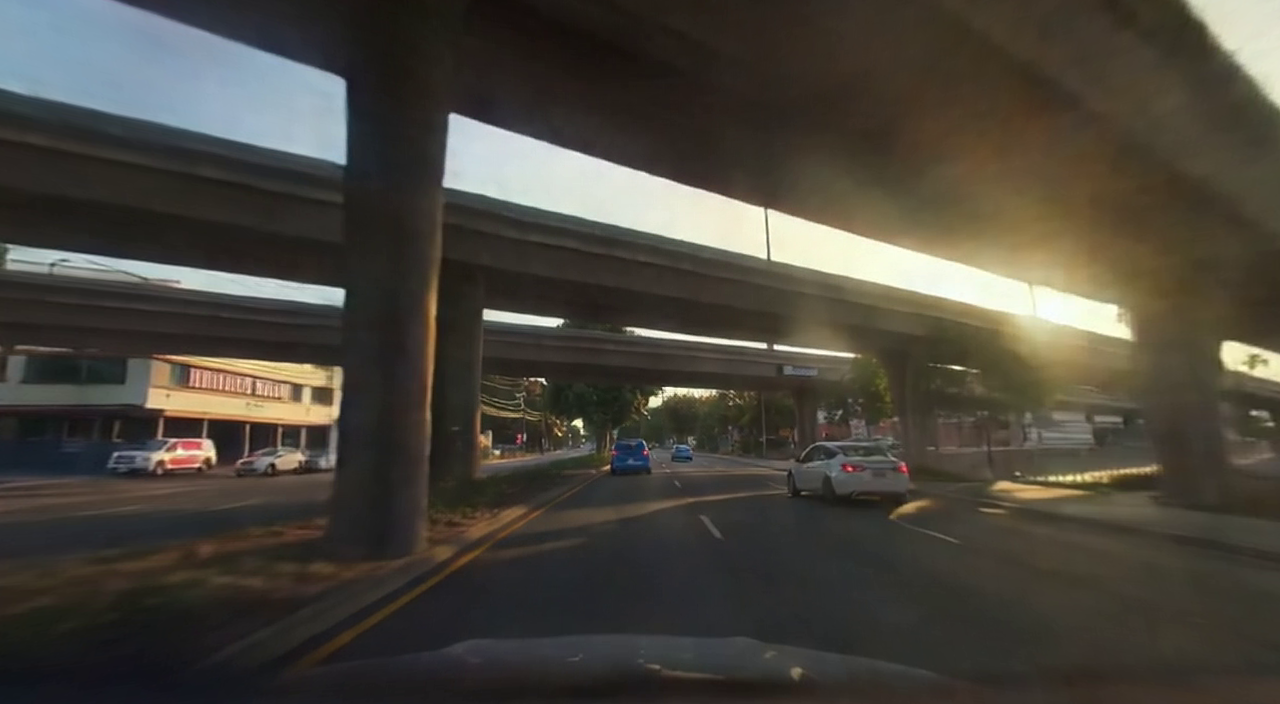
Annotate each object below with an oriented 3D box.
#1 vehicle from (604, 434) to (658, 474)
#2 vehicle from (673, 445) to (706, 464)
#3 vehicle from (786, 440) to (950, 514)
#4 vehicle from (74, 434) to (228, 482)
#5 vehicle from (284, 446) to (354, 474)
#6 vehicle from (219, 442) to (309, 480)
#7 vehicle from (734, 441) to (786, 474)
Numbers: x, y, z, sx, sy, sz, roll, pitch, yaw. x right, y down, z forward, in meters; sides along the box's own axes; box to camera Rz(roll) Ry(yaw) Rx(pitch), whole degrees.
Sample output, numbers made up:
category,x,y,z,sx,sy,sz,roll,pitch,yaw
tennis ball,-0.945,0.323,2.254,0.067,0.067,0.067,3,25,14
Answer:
category,x,y,z,sx,sy,sz,roll,pitch,yaw
vehicle,-0.401,4.994,31.070,2.441,1.813,4.581,0,-8,0
vehicle,3.705,7.815,48.269,2.126,1.375,4.241,0,-8,-1
vehicle,5.183,2.886,15.160,1.954,1.479,4.557,1,-8,-4
vehicle,-25.341,5.518,33.280,2.510,2.180,7.492,0,-9,-4
vehicle,-19.382,6.520,38.296,1.913,1.612,4.505,0,-8,0
vehicle,-19.712,5.701,33.294,1.989,1.820,4.427,0,-8,-1
vehicle,6.528,5.782,34.732,1.974,1.663,4.299,0,-8,-1
